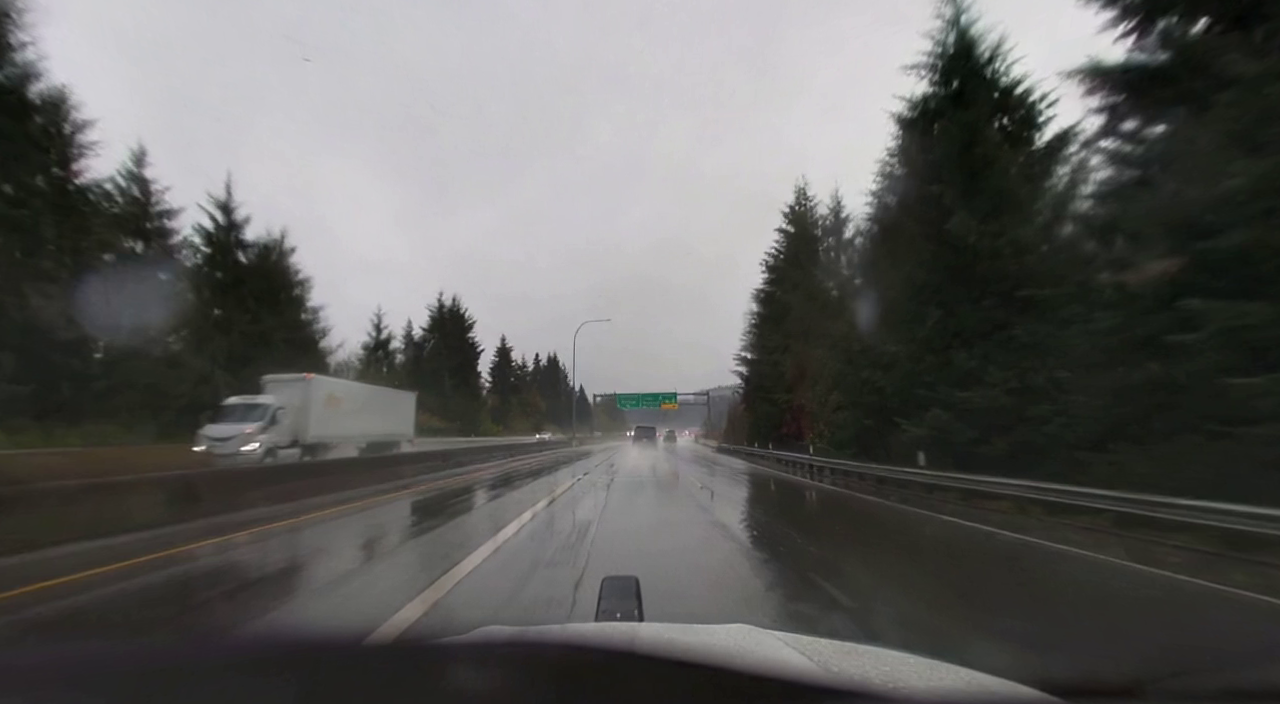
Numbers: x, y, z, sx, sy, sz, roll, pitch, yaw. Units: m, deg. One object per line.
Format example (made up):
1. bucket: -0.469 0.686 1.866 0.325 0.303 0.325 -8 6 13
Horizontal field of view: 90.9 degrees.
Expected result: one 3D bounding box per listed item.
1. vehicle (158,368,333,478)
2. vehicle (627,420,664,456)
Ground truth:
1. vehicle: -15.248 2.873 25.037 3.006 3.818 5.823 0 -8 0
2. vehicle: 0.351 5.996 43.830 2.450 2.314 4.753 0 -8 -1
